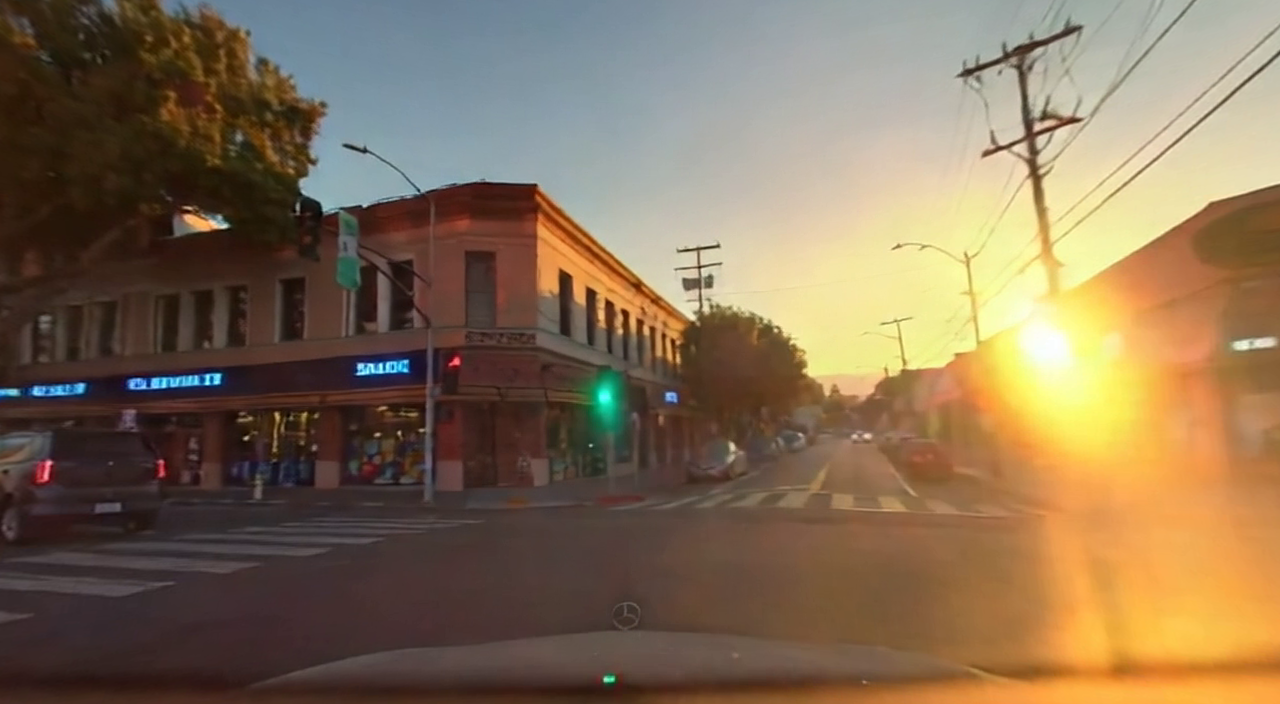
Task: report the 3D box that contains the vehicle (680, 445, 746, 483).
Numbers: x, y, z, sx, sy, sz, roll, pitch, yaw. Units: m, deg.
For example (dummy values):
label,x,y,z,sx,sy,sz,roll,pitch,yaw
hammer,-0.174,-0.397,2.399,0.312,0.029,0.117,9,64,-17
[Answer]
label,x,y,z,sx,sy,sz,roll,pitch,yaw
vehicle,3.549,5.271,30.108,2.179,1.596,4.286,-3,-9,19

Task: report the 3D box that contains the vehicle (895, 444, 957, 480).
label,x,y,z,sx,sy,sz,roll,pitch,yaw
vehicle,13.053,5.004,29.068,2.062,1.526,3.989,-3,-9,17

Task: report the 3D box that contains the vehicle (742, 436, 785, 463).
label,x,y,z,sx,sy,sz,roll,pitch,yaw
vehicle,9.580,7.547,48.619,2.510,1.859,5.449,-4,-11,18

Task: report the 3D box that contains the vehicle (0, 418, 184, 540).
label,x,y,z,sx,sy,sz,roll,pitch,yaw
vehicle,-11.401,2.304,12.105,4.611,1.882,2.440,-5,-10,29
